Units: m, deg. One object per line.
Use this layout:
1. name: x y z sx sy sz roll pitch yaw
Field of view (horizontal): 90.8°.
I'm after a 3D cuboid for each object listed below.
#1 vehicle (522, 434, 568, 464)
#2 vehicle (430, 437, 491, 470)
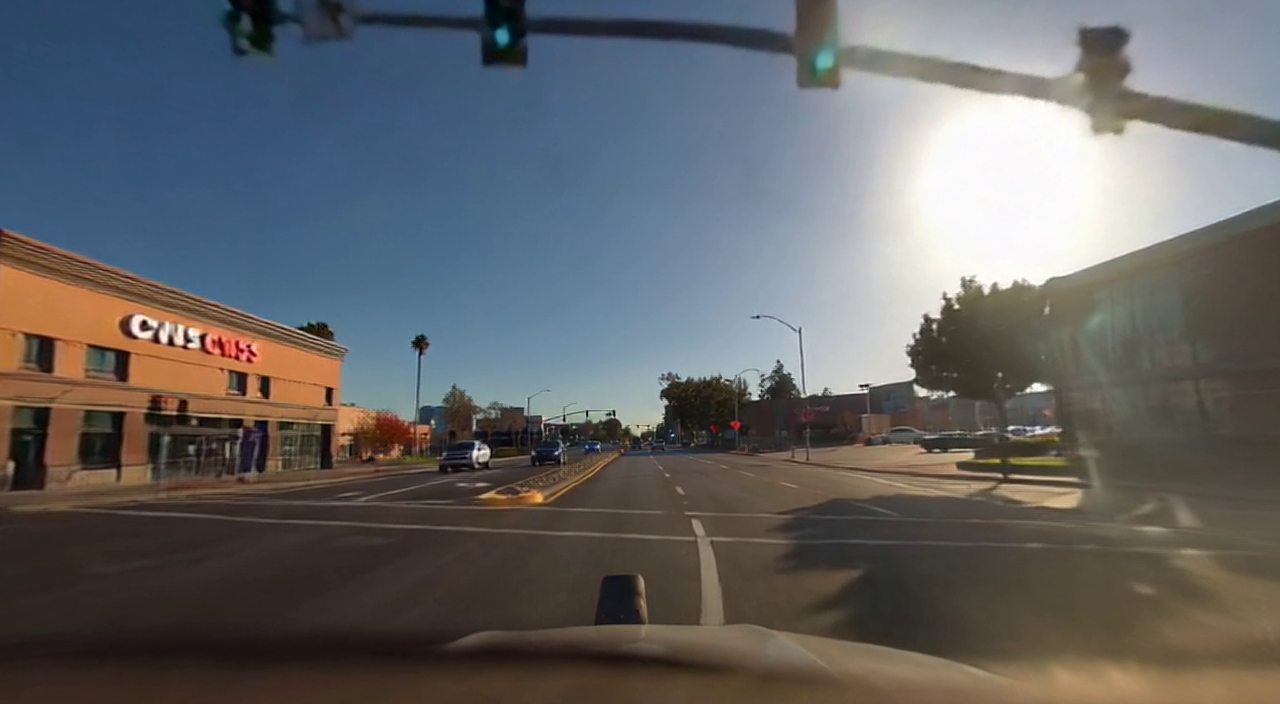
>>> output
1. vehicle: -5.828 6.040 39.385 2.129 1.748 4.555 -1 -8 1
2. vehicle: -9.748 5.524 34.655 1.954 1.694 4.310 -1 -8 2
